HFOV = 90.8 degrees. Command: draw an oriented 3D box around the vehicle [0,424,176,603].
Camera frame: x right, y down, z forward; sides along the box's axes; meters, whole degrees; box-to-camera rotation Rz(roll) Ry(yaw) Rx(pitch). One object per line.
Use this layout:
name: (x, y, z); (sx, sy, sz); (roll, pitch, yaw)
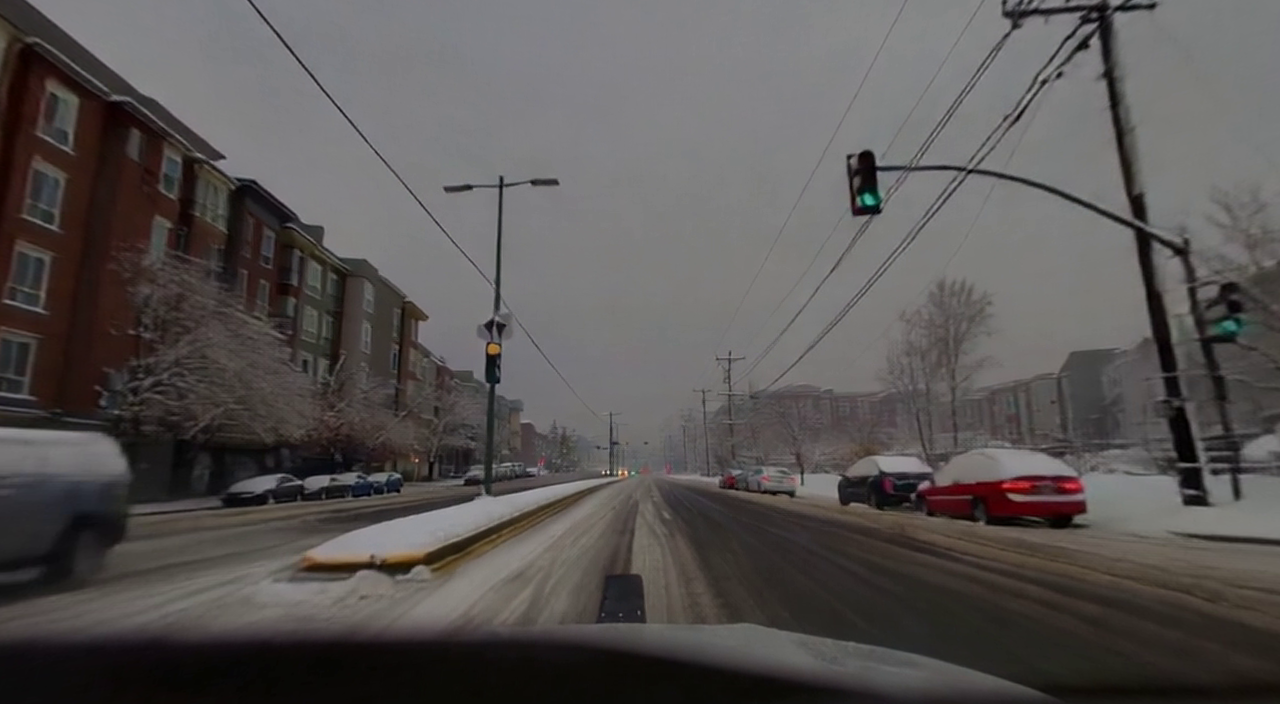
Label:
vehicle: (-6.917, 1.468, 5.720); (2.180, 1.608, 4.321); (0, -9, -1)

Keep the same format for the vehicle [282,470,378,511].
vehicle: (-14.891, 6.677, 30.732); (2.124, 1.626, 4.908); (0, -9, 0)

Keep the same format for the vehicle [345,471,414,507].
vehicle: (-14.739, 7.733, 36.071); (2.107, 1.771, 4.871); (0, -10, -4)

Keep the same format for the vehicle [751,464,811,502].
vehicle: (7.447, 6.959, 33.914); (2.143, 1.731, 4.781); (0, -9, 0)

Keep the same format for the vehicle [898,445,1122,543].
vehicle: (7.514, 2.869, 13.532); (1.996, 1.704, 4.490); (0, -9, -1)

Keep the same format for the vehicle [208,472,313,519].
vehicle: (-14.759, 5.579, 24.859); (1.879, 1.507, 3.745); (0, -9, -2)
